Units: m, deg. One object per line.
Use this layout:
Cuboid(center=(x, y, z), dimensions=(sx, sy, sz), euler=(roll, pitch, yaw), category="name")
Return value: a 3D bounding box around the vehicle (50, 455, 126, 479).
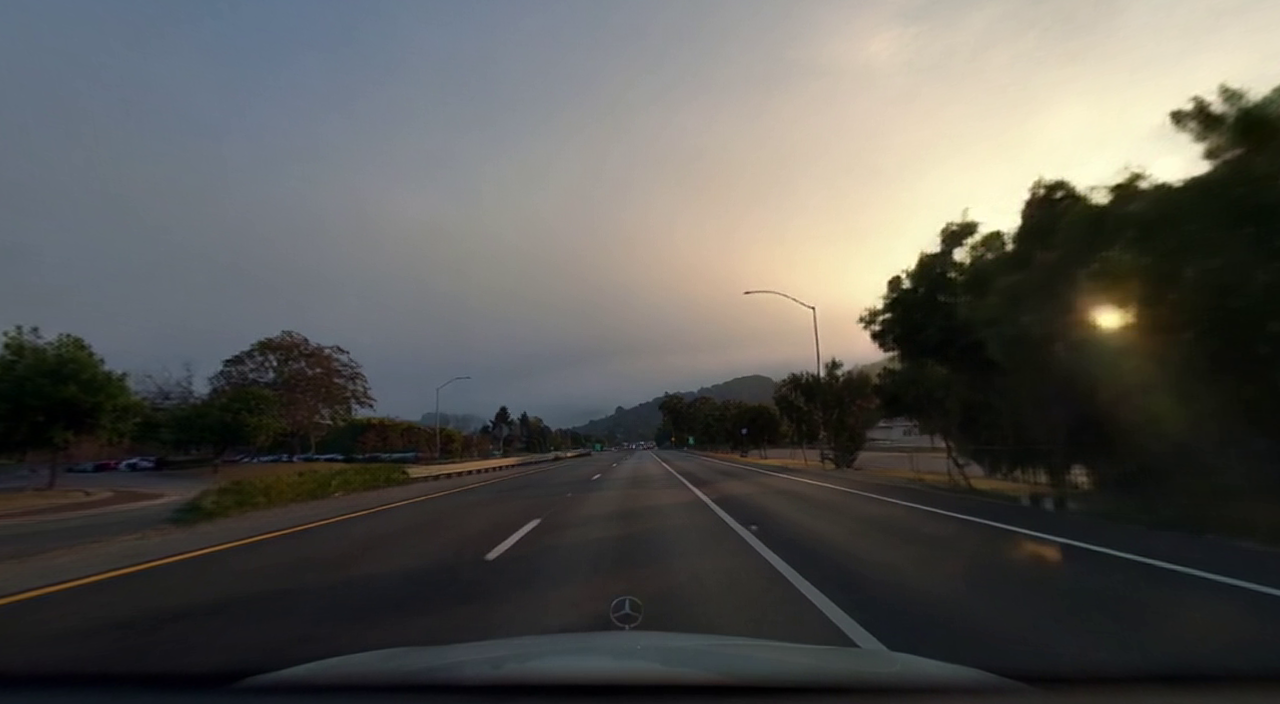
Cuboid(center=(-43.477, 9.054, 49.767), dimensions=(1.882, 1.684, 4.541), euler=(0, -8, 0), category="vehicle")
